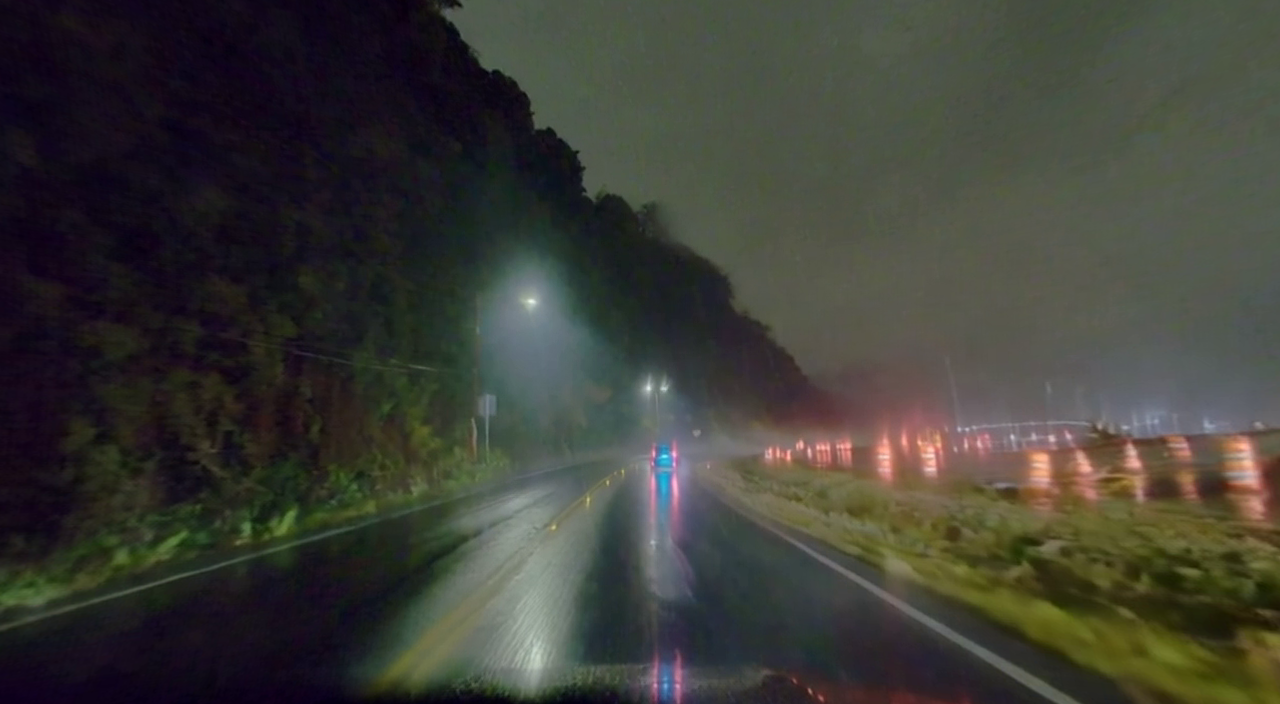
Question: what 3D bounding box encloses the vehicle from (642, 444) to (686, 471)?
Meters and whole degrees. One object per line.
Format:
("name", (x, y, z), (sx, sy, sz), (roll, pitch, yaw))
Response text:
("vehicle", (1.515, 6.370, 38.194), (2.259, 1.503, 4.075), (-1, -8, 8))
